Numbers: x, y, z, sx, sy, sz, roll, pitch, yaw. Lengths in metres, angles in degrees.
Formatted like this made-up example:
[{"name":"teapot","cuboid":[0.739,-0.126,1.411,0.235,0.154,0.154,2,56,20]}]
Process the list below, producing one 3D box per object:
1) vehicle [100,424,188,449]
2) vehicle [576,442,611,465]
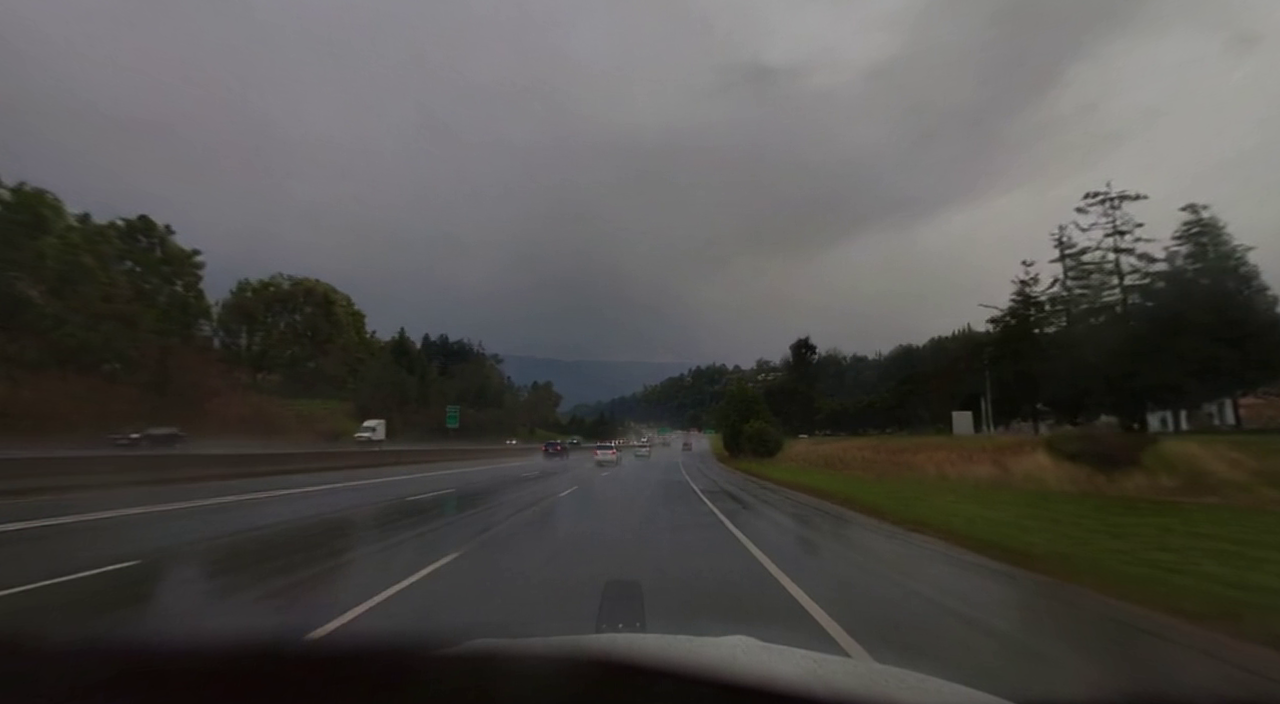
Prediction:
[{"name":"vehicle","cuboid":[-32.618,5.609,41.588,1.985,1.514,4.533,0,-9,3]},{"name":"vehicle","cuboid":[-3.492,7.745,48.275,2.035,1.673,4.469,0,-9,3]}]
